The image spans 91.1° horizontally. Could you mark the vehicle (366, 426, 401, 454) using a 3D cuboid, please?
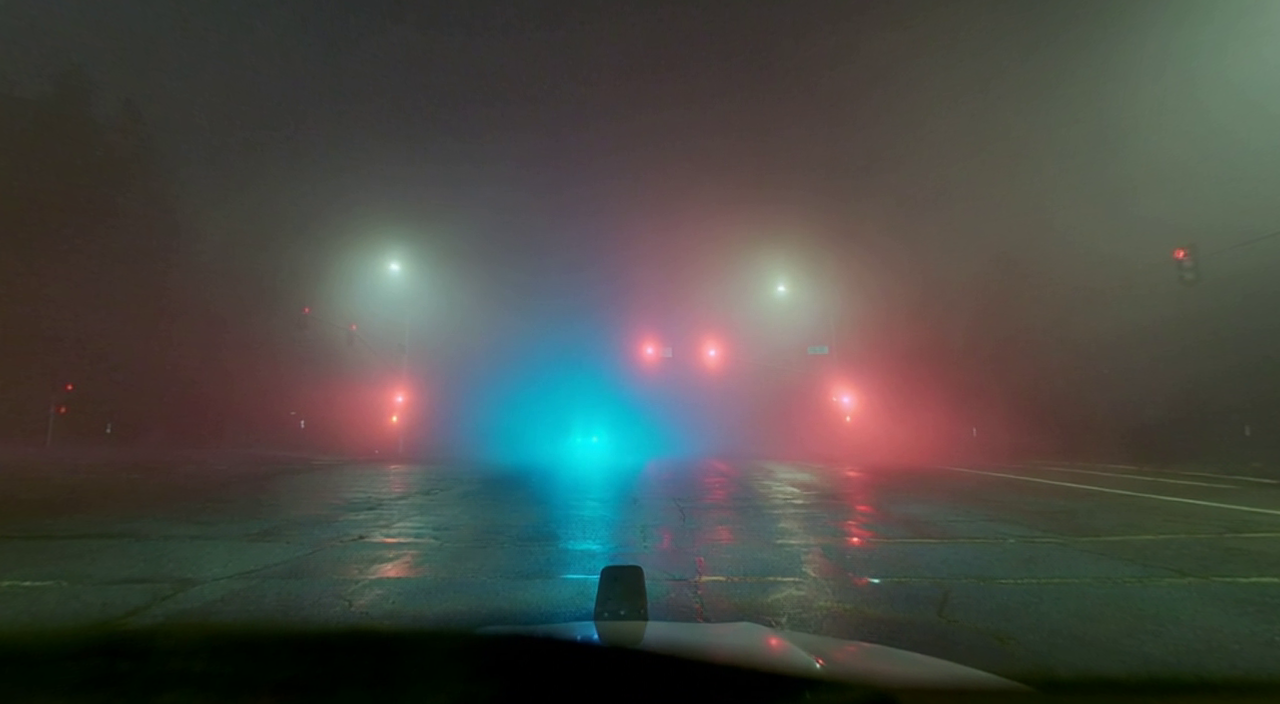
[{"bbox_3d":[-20.018,6.860,48.876,1.873,2.079,2.879,5,-10,-33],"label":"vehicle"}]
